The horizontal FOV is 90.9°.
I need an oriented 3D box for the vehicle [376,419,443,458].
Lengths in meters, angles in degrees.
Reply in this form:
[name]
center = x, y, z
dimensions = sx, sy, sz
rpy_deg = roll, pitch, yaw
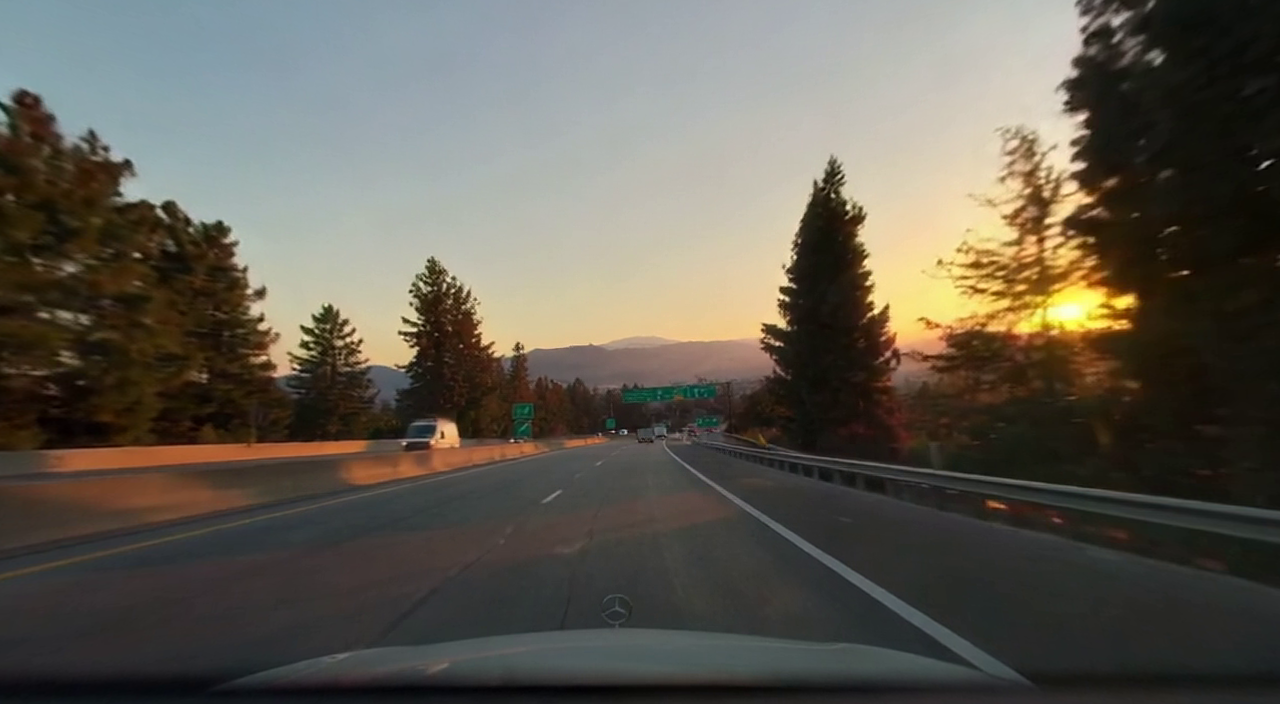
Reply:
[vehicle]
center = -16.286, 6.154, 45.064
dimensions = 2.216, 2.530, 6.587
rpy_deg = 0, -8, 1
